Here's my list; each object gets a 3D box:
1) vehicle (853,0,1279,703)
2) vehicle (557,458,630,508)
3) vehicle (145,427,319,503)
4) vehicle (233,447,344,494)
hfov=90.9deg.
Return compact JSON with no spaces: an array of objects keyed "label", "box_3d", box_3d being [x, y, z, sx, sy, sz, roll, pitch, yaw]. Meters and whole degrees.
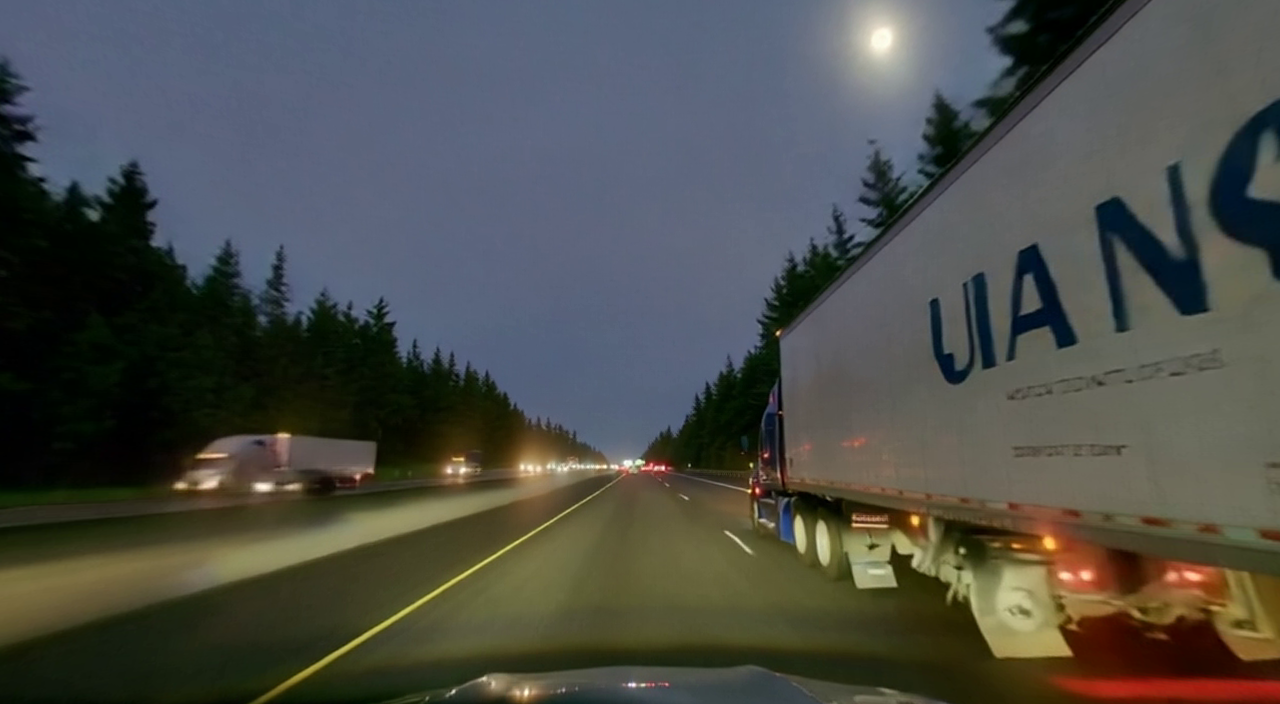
[{"label":"vehicle","box_3d":[3.866,-0.316,1.375,2.871,4.032,10.642,1,-10,-1]},{"label":"vehicle","box_3d":[-1.383,4.153,20.249,2.032,1.407,3.641,0,-10,1]},{"label":"vehicle","box_3d":[-20.494,5.830,32.625,2.862,3.296,8.901,0,-10,1]},{"label":"vehicle","box_3d":[-15.831,5.393,28.791,2.090,1.914,5.099,1,-10,0]}]
